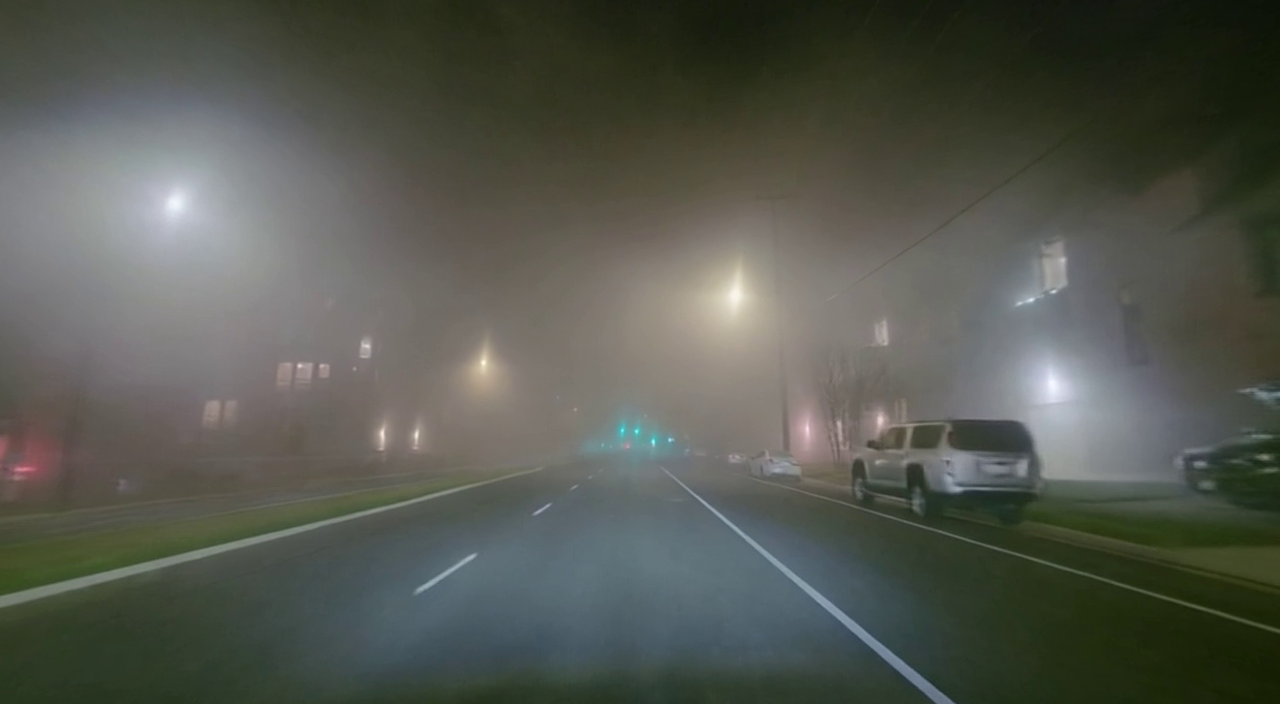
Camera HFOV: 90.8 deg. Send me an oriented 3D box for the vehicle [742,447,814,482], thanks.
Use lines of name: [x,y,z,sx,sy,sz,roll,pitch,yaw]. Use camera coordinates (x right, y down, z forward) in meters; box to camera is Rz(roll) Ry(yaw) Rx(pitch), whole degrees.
vehicle: [6.068,5.011,28.452,2.013,1.408,5.011,0,-9,-1]

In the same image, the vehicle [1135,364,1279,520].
vehicle: [11.841,1.604,11.335,1.794,2.637,4.533,-1,-9,-5]

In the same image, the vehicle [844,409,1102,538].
vehicle: [6.315,2.405,13.268,2.267,2.037,6.240,-1,-9,3]

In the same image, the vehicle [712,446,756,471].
vehicle: [5.967,6.790,40.555,1.944,1.478,4.885,0,-9,-2]
